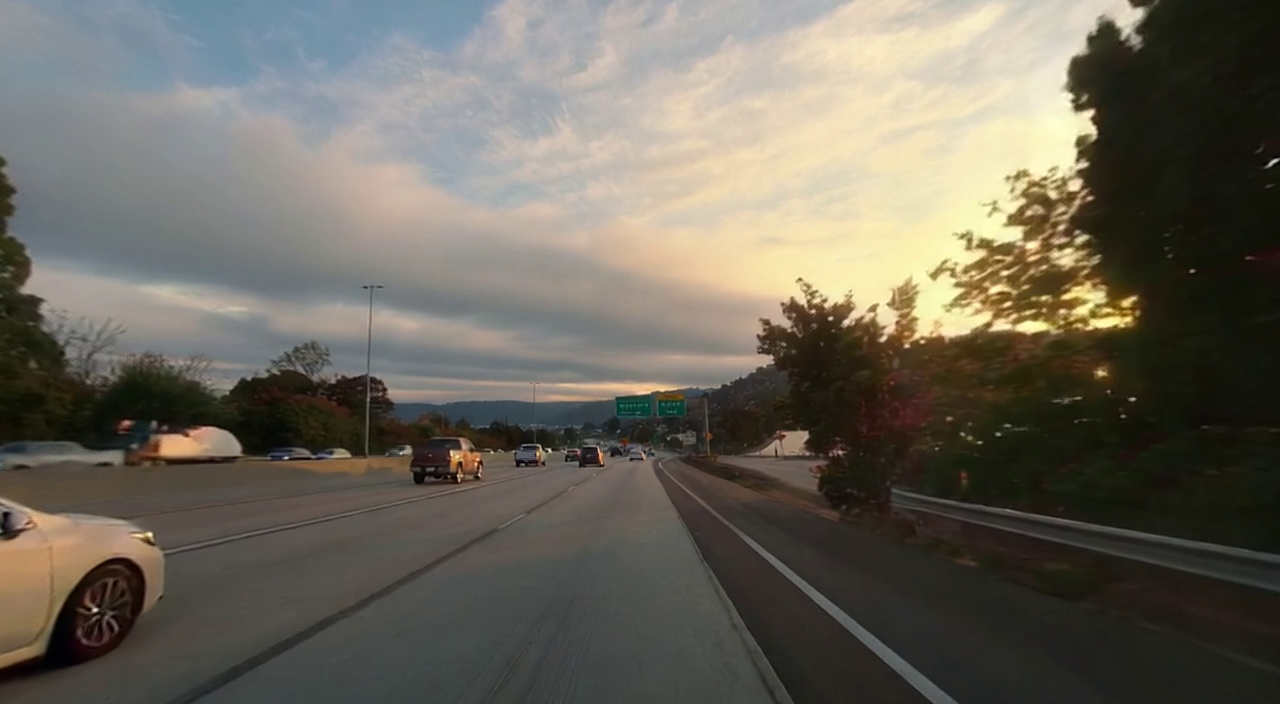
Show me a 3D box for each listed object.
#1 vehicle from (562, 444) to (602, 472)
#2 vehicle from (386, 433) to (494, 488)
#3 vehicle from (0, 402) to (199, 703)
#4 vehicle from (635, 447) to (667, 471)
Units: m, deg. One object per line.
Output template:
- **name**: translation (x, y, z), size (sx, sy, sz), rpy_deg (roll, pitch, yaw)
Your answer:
- **vehicle**: translation (-3.753, 6.941, 41.510), size (2.132, 1.708, 4.571), rpy_deg (0, -9, 1)
- **vehicle**: translation (-7.546, 4.170, 24.553), size (2.250, 1.870, 5.647), rpy_deg (0, -9, 1)
- **vehicle**: translation (-4.198, 0.883, 2.180), size (2.027, 1.547, 4.511), rpy_deg (0, -9, 1)
- **vehicle**: translation (0.778, 7.467, 44.154), size (2.153, 1.510, 4.646), rpy_deg (0, -9, 2)
